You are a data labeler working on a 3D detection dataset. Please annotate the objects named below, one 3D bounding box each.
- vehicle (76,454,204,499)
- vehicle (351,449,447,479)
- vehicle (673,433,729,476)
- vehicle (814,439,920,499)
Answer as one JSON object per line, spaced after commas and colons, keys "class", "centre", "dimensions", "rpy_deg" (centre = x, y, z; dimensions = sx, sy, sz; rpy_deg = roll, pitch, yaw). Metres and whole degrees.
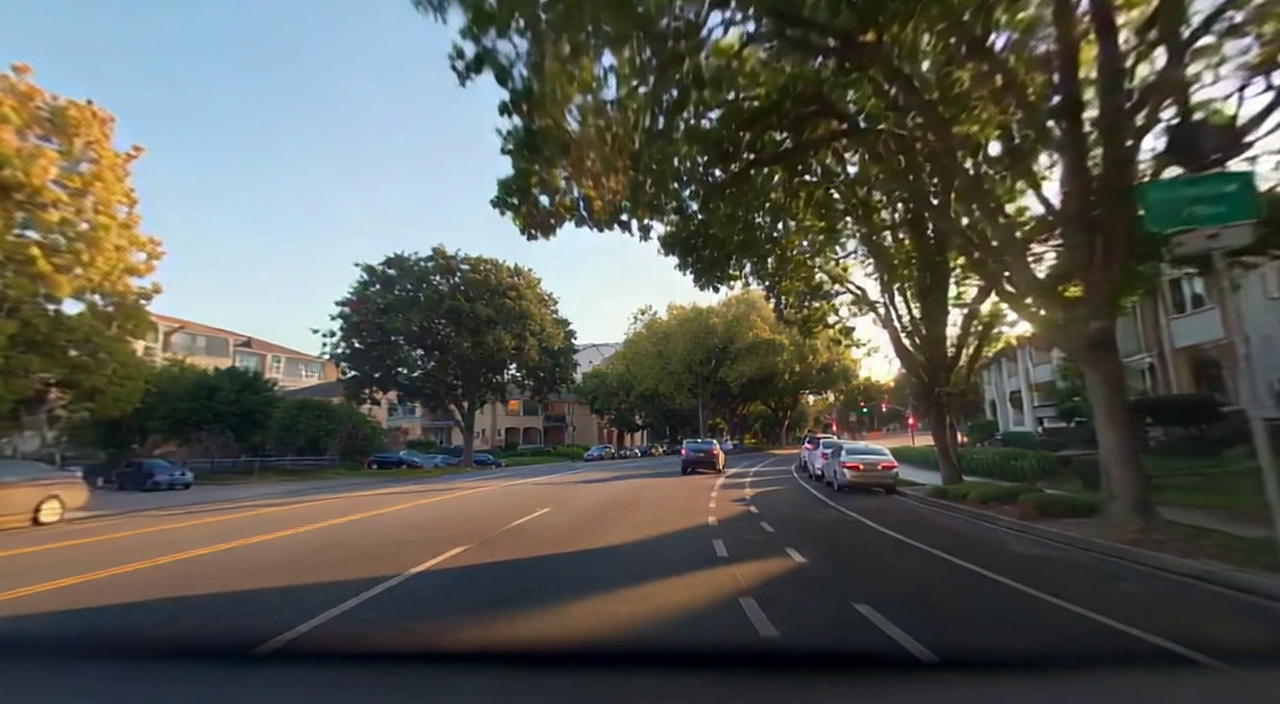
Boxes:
{"class": "vehicle", "centre": [-23.179, 5.724, 29.349], "dimensions": [4.524, 1.870, 2.180], "rpy_deg": [-2, -9, 14]}
{"class": "vehicle", "centre": [-16.778, 7.808, 44.100], "dimensions": [5.953, 1.868, 2.049], "rpy_deg": [0, -11, 10]}
{"class": "vehicle", "centre": [2.682, 4.323, 26.850], "dimensions": [1.852, 1.680, 4.488], "rpy_deg": [-2, -9, 12]}
{"class": "vehicle", "centre": [6.218, 3.214, 17.890], "dimensions": [1.940, 1.456, 4.502], "rpy_deg": [-1, -9, 8]}
